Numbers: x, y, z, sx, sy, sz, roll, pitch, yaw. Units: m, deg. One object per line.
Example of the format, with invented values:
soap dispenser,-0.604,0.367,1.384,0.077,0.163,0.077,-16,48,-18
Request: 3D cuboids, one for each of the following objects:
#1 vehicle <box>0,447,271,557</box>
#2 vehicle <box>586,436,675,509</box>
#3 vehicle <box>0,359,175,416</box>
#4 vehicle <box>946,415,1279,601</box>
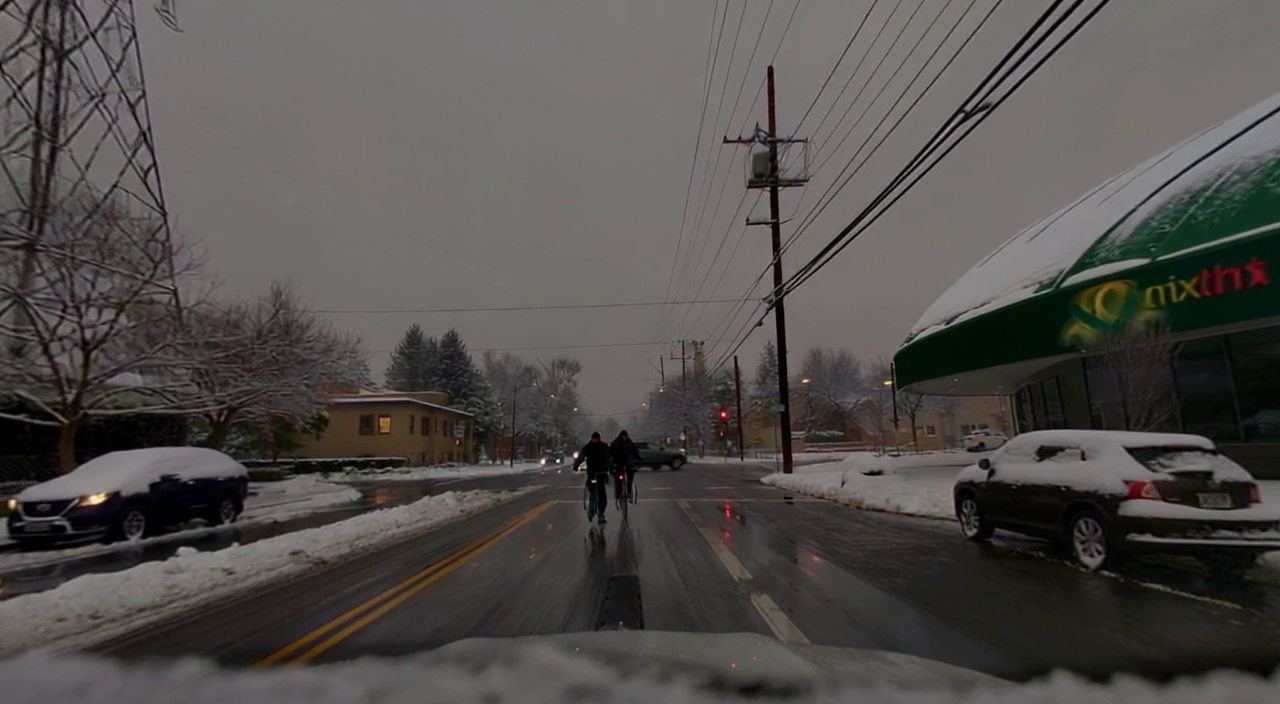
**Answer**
vehicle,-10.234,2.918,13.228,2.075,1.816,4.900,0,-8,-1
vehicle,-0.189,3.284,17.665,2.190,1.783,4.048,0,-8,1
vehicle,-17.100,1.144,19.699,3.685,1.584,1.708,1,-9,-3
vehicle,5.822,1.749,7.945,1.873,1.714,3.979,0,-8,-1
